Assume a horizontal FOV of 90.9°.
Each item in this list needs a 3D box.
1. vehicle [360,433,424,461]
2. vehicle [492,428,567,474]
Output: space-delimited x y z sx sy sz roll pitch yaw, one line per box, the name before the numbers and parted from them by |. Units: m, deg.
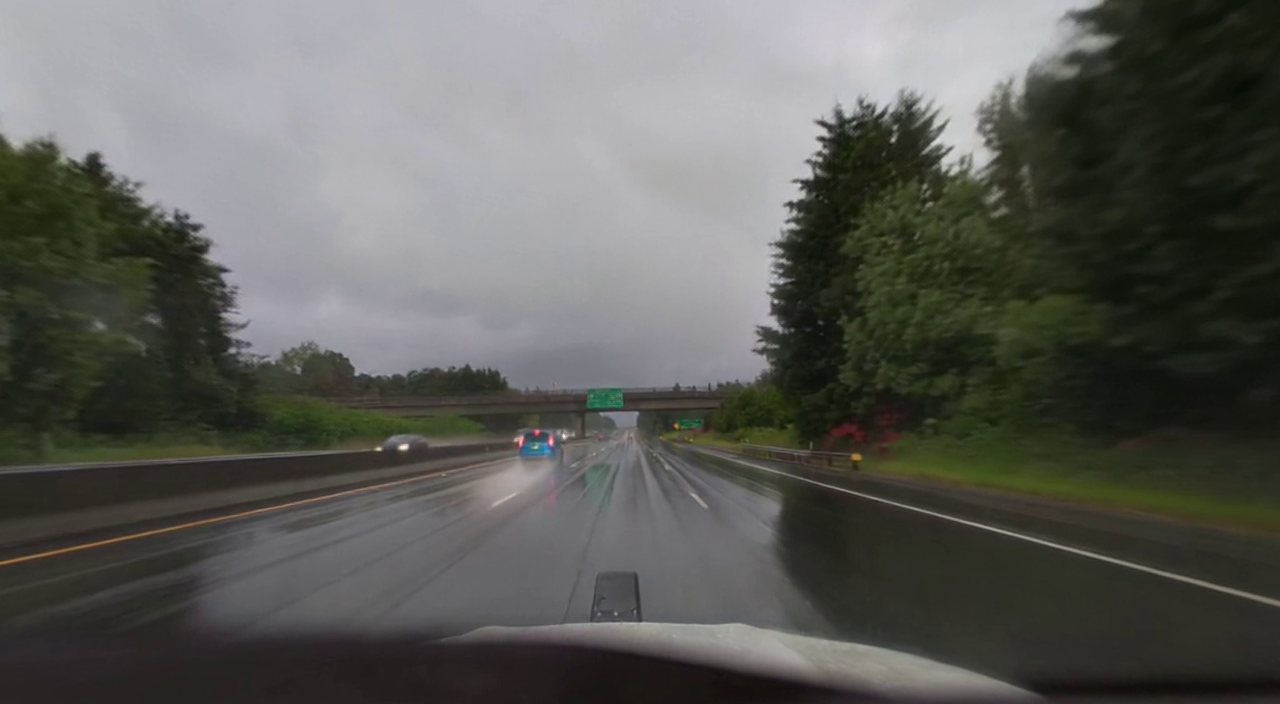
vehicle | -13.818 5.290 35.383 1.898 1.445 4.372 0 -8 -2
vehicle | -4.185 3.807 24.645 2.086 1.624 4.607 0 -8 0
